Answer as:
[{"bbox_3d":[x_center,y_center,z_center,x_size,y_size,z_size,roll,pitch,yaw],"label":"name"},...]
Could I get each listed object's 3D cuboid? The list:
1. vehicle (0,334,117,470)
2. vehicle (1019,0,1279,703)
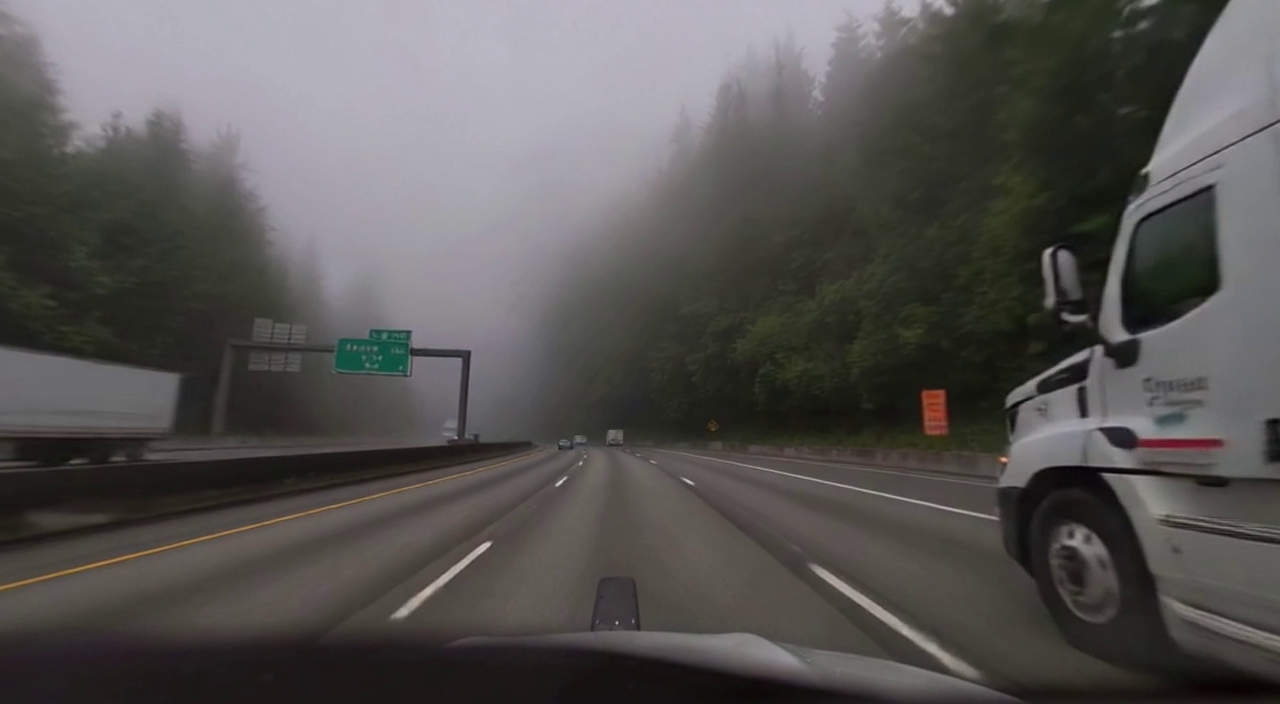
[{"bbox_3d":[-18.907,0.908,13.776,3.281,3.632,14.072,0,-8,-2],"label":"vehicle"},{"bbox_3d":[4.004,-0.392,1.025,2.964,3.950,5.853,0,-8,0],"label":"vehicle"}]
